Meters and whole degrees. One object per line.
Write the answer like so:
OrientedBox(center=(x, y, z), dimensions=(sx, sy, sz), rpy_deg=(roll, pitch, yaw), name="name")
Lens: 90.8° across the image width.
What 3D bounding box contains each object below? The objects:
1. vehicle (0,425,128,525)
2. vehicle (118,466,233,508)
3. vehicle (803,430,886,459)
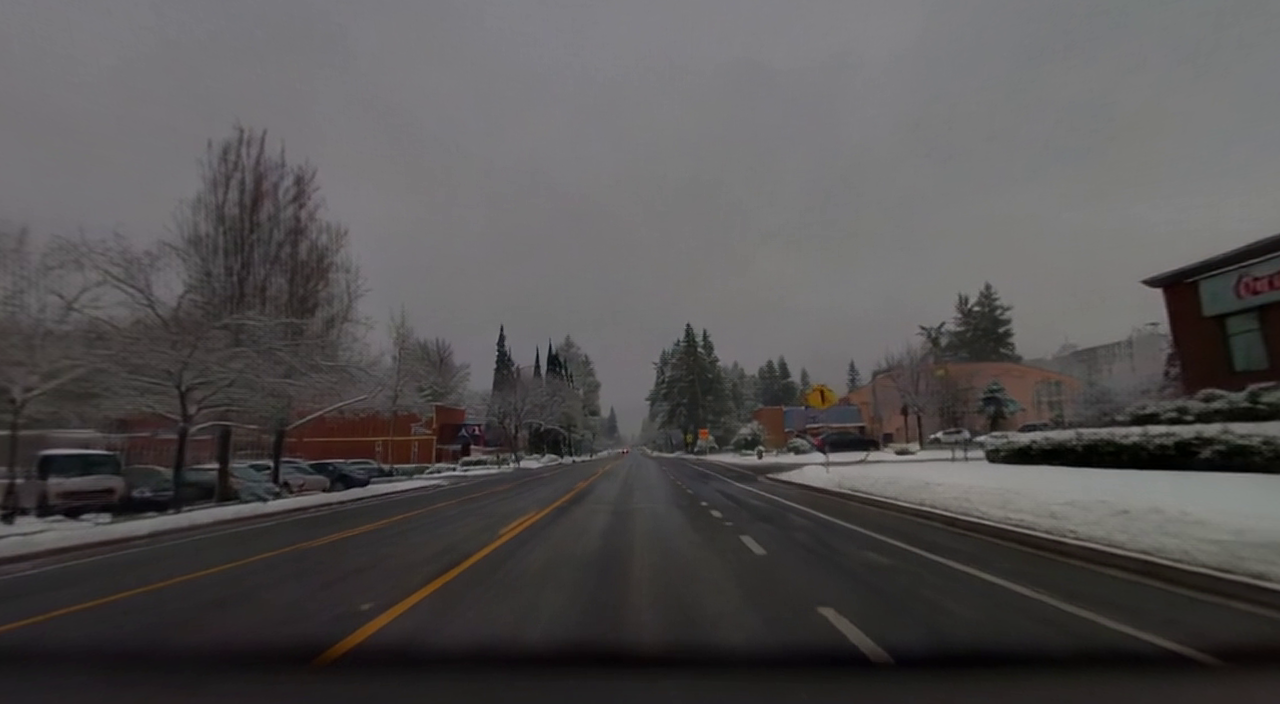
OrientedBox(center=(-19.459, 3.791, 19.942), dimensions=(5.971, 2.749, 2.293), rpy_deg=(-4, -9, 22), name="vehicle")
OrientedBox(center=(-18.835, 5.417, 25.609), dimensions=(4.295, 1.486, 1.881), rpy_deg=(-5, -10, 26), name="vehicle")
OrientedBox(center=(12.855, 5.831, 39.707), dimensions=(4.632, 1.701, 1.975), rpy_deg=(-5, -10, 27), name="vehicle")
